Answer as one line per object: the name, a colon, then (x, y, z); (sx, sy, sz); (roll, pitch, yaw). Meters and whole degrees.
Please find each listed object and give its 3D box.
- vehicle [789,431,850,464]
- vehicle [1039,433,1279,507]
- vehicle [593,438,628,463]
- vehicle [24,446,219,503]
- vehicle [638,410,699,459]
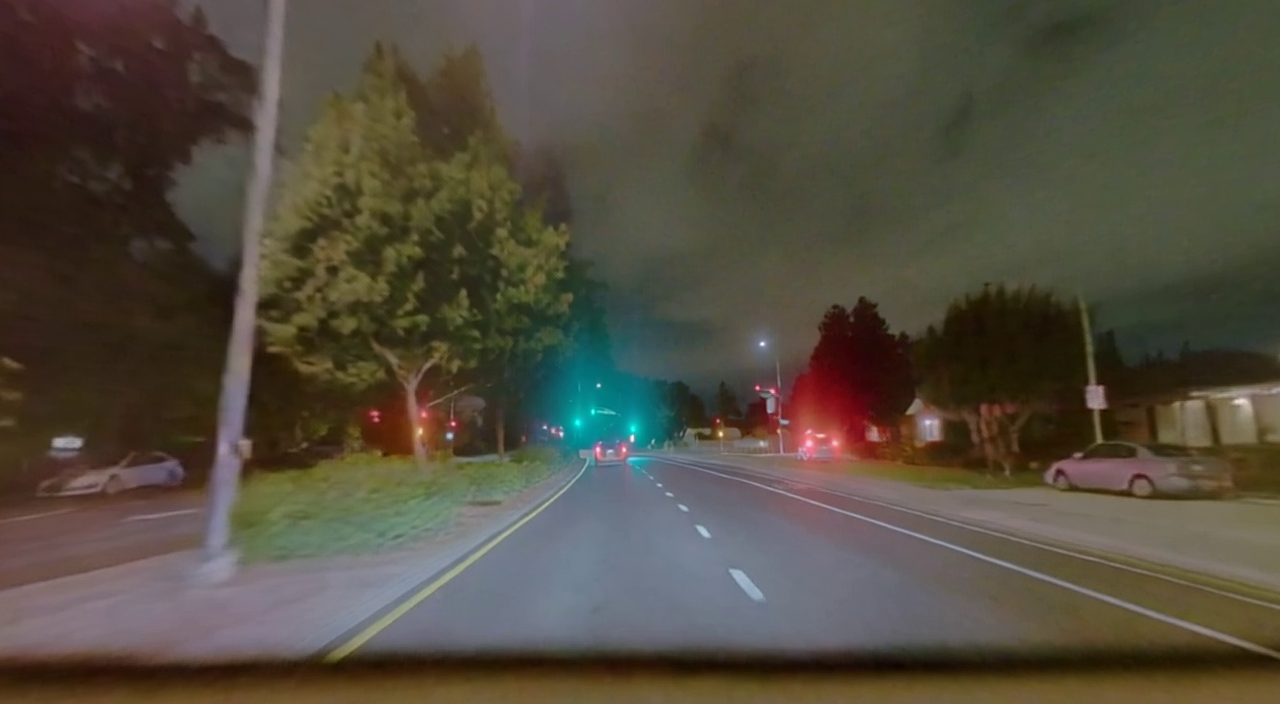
vehicle: (10.500, 5.639, 37.388); (2.145, 1.795, 4.992); (0, -8, 0)
vehicle: (11.725, 2.656, 14.711); (1.839, 1.445, 4.484); (0, -8, 0)
vehicle: (-1.958, 6.311, 40.540); (2.113, 1.462, 4.203); (1, -8, -4)
vehicle: (-15.199, 3.570, 18.911); (2.070, 1.469, 4.524); (1, -8, -2)
vehicle: (1.901, 6.517, 49.282); (3.037, 3.261, 12.926); (1, -8, -5)
